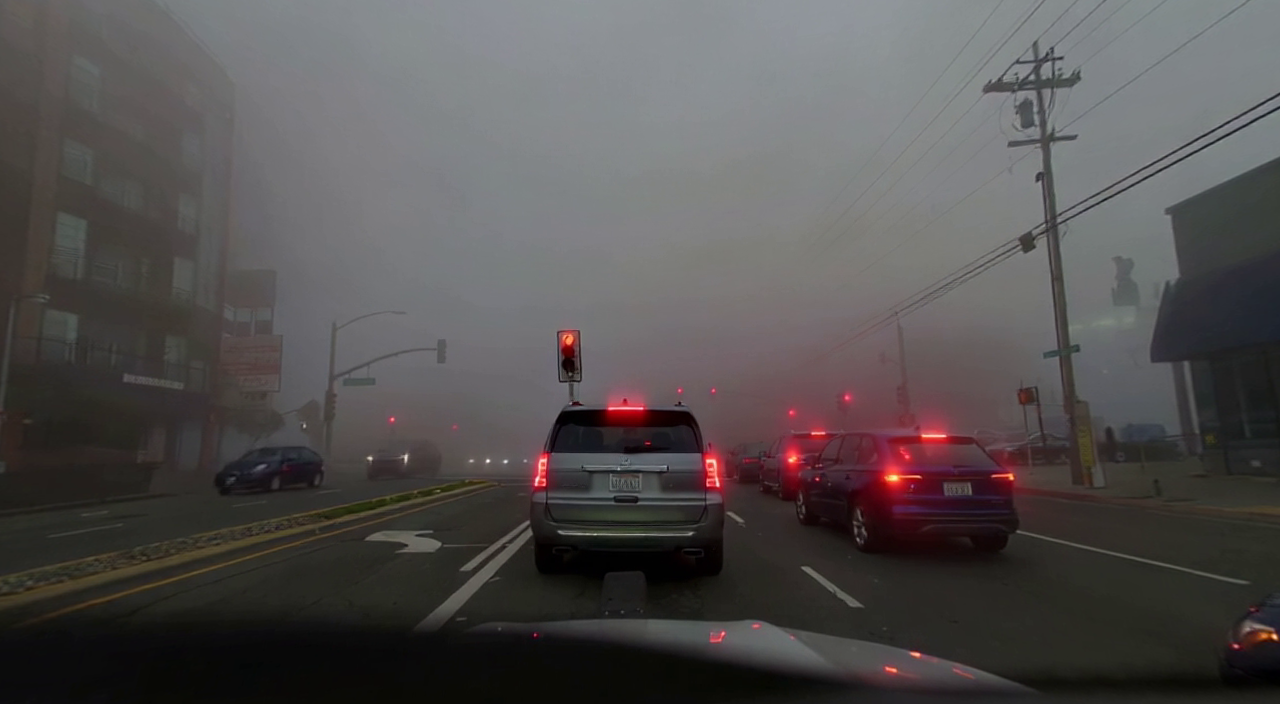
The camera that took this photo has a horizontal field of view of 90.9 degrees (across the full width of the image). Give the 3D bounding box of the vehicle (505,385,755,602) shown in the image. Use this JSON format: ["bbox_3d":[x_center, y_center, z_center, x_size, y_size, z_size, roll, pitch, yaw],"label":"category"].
[{"bbox_3d":[-0.002,1.537,7.682,2.154,1.861,4.280,0,-8,3],"label":"vehicle"}]

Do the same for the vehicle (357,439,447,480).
[{"bbox_3d":[-11.575,5.264,31.163,2.224,1.840,5.290,0,-8,2],"label":"vehicle"}]

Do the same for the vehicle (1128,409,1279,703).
[{"bbox_3d":[3.367,0.733,0.811,1.884,1.484,4.609,0,-8,2],"label":"vehicle"}]

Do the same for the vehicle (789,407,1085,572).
[{"bbox_3d":[3.623,1.759,8.830,2.036,1.719,4.318,0,-8,0],"label":"vehicle"}]

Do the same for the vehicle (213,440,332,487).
[{"bbox_3d":[-14.964,4.541,26.078,2.102,1.737,4.570,0,-8,1],"label":"vehicle"}]
